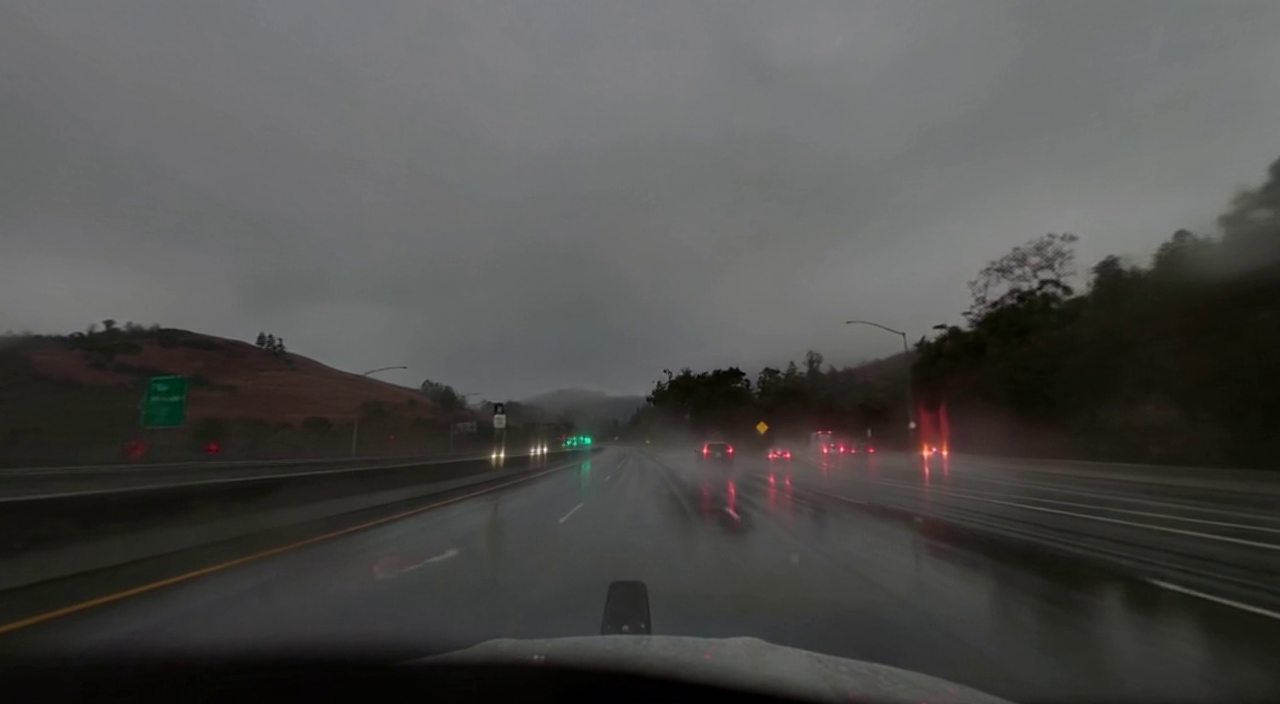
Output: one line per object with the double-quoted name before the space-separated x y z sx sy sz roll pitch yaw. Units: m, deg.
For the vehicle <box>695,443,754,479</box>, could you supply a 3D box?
"vehicle" 3.655 4.787 28.006 1.916 1.469 4.481 0 -8 -1
